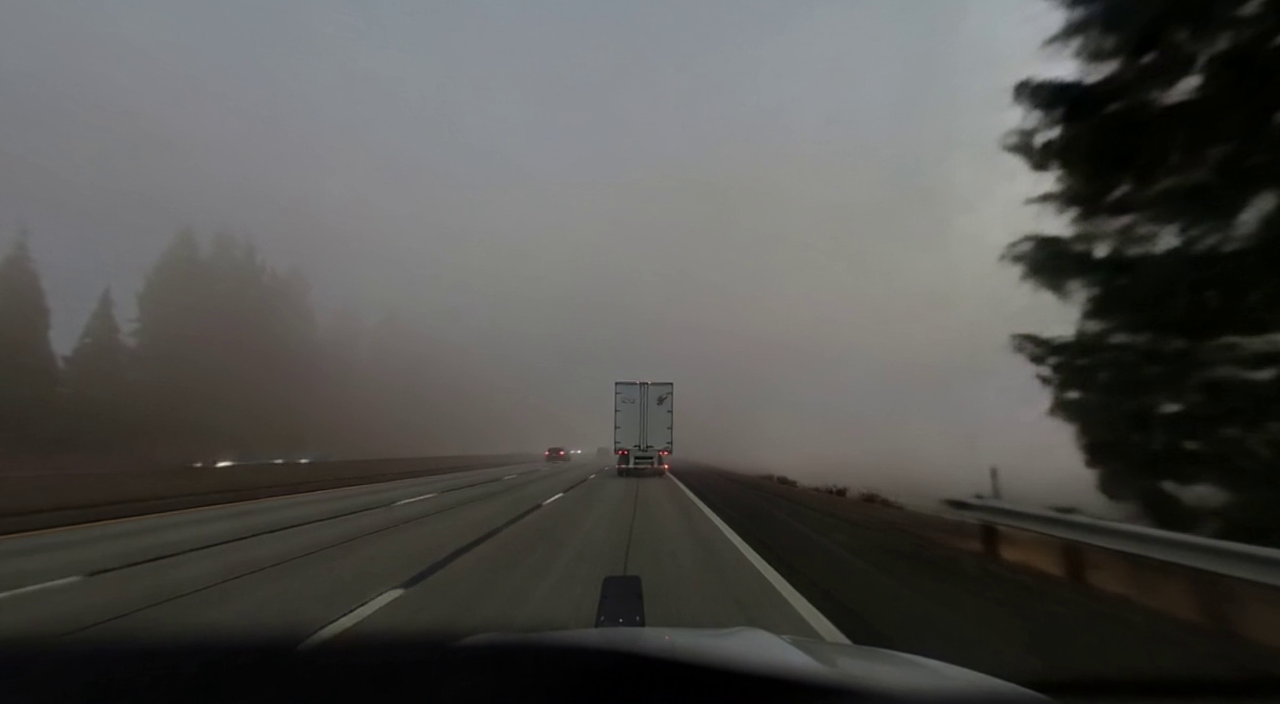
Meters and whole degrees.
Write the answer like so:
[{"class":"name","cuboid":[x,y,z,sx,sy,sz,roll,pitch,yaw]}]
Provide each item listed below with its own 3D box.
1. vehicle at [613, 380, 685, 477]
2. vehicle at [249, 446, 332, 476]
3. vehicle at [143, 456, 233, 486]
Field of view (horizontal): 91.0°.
[{"class":"vehicle","cuboid":[0.285,4.091,32.483,3.052,4.132,11.336,0,-9,-1]},{"class":"vehicle","cuboid":[-21.716,6.785,39.451,2.091,1.723,5.323,0,-9,0]},{"class":"vehicle","cuboid":[-26.002,6.826,36.435,1.868,1.561,4.500,0,-9,0]}]
